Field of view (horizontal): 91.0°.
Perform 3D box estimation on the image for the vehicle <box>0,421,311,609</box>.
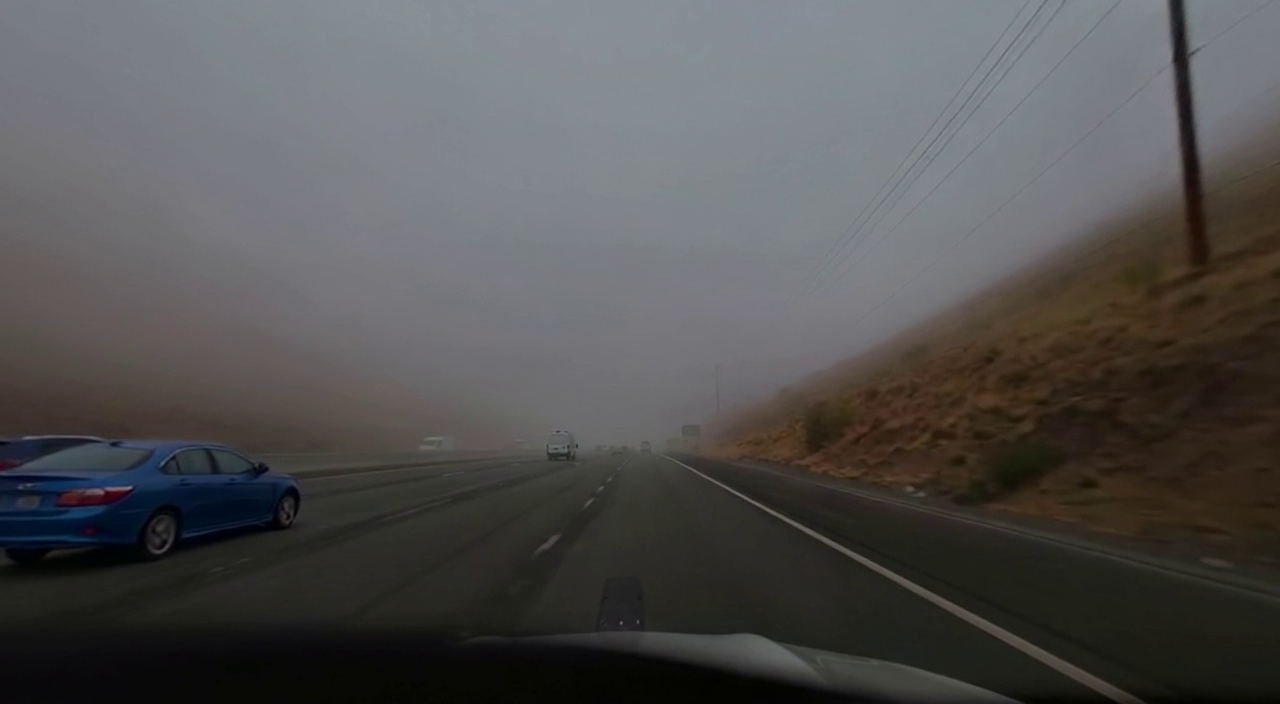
[{"bbox_3d":[-5.982,1.606,7.149,1.955,1.469,4.554,0,-8,1],"label":"vehicle"}]
